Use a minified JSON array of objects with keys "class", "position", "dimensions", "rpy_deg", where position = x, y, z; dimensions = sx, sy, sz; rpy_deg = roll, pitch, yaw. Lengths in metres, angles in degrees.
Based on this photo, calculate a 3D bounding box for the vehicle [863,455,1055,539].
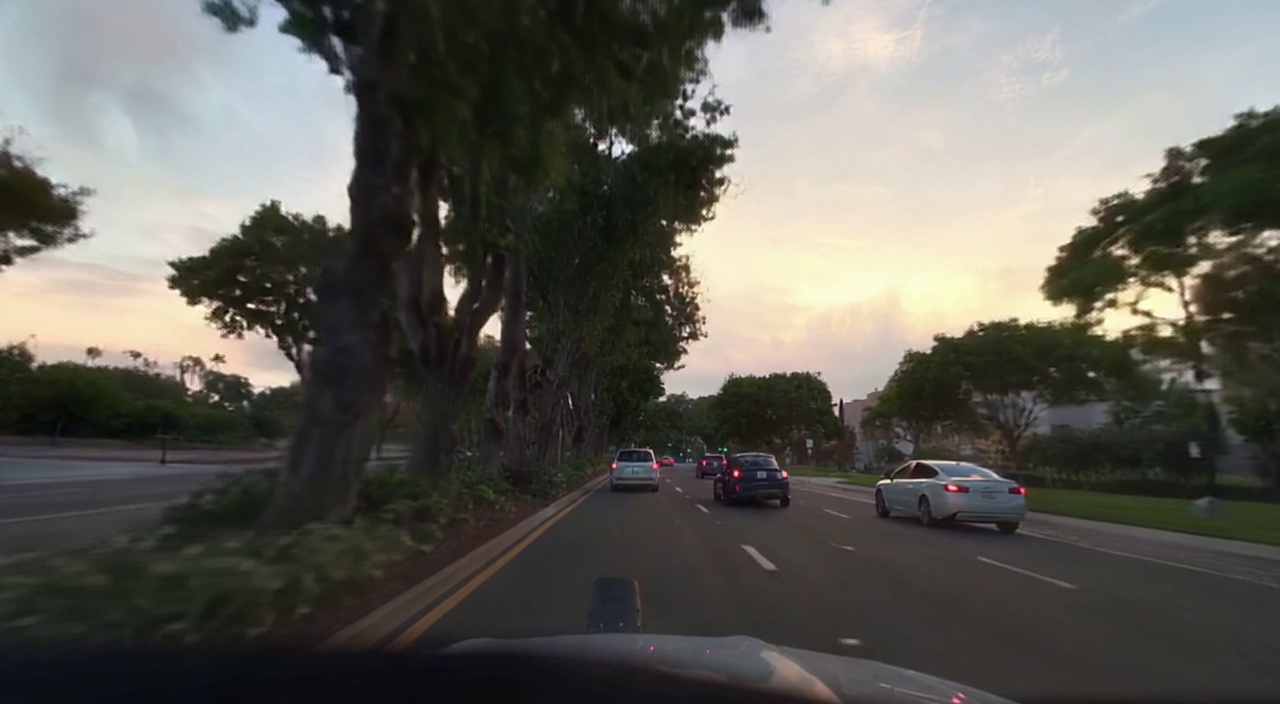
[{"class":"vehicle","position":[6.711,3.055,13.849],"dimensions":[1.944,1.458,4.268],"rpy_deg":[0,-8,-1]}]

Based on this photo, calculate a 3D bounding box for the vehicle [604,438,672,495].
[{"class":"vehicle","position":[-0.062,3.733,20.832],"dimensions":[2.008,1.674,4.239],"rpy_deg":[0,-8,0]}]

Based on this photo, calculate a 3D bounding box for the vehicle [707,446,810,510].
[{"class":"vehicle","position":[3.070,3.347,17.175],"dimensions":[1.932,1.510,4.168],"rpy_deg":[0,-8,-1]}]

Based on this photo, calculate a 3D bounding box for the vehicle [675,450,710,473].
[{"class":"vehicle","position":[3.568,7.517,43.252],"dimensions":[2.012,1.462,4.163],"rpy_deg":[0,-8,-1]}]
